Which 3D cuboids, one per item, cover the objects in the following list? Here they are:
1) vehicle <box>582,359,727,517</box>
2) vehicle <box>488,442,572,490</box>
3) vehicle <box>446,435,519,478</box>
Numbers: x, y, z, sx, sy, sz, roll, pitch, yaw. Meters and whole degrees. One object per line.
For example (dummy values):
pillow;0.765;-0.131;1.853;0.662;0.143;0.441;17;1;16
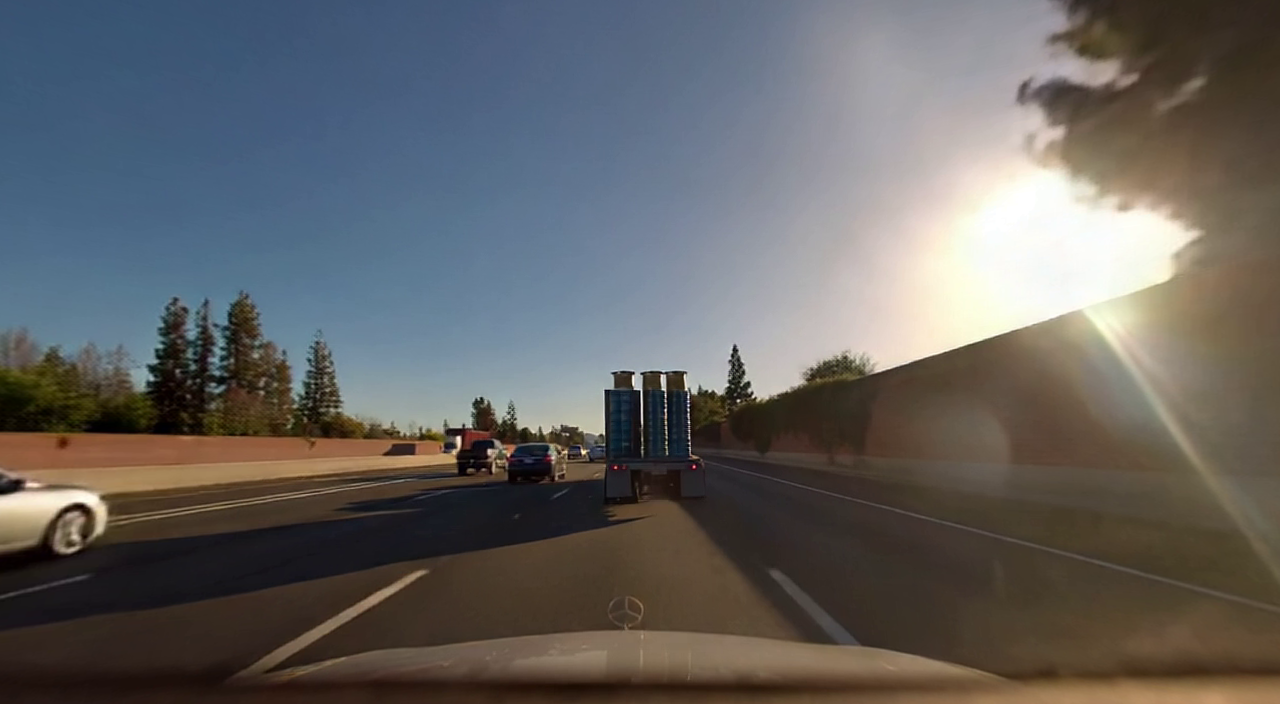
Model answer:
vehicle;0.323;2.278;16.551;2.798;3.071;8.412;0;-8;1
vehicle;-3.642;3.850;21.723;1.974;1.475;4.538;0;-8;1
vehicle;-7.459;5.007;30.412;2.164;1.874;5.004;0;-8;0
